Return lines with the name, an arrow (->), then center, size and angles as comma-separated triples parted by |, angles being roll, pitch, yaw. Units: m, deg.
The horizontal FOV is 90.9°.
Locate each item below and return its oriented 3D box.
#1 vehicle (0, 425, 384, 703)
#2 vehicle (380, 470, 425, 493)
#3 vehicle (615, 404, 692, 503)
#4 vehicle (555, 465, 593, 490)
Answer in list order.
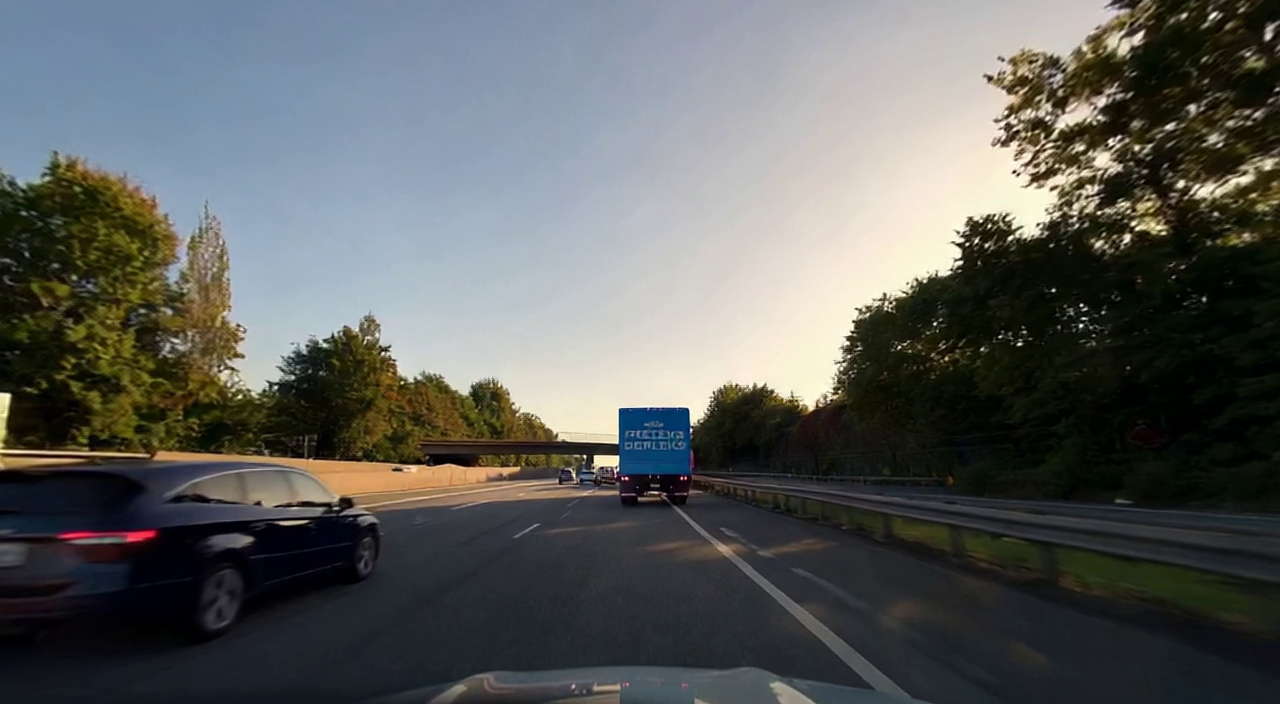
vehicle -> -4.089, 1.509, 5.199 | 1.978, 1.516, 4.617 | 1, -10, 0
vehicle -> -16.319, 8.873, 43.408 | 1.762, 1.459, 3.631 | 1, -10, -2
vehicle -> 0.469, 4.848, 29.595 | 2.980, 3.834, 9.423 | 1, -10, -1
vehicle -> -4.350, 8.346, 42.166 | 2.060, 1.535, 4.109 | 1, -10, 1
